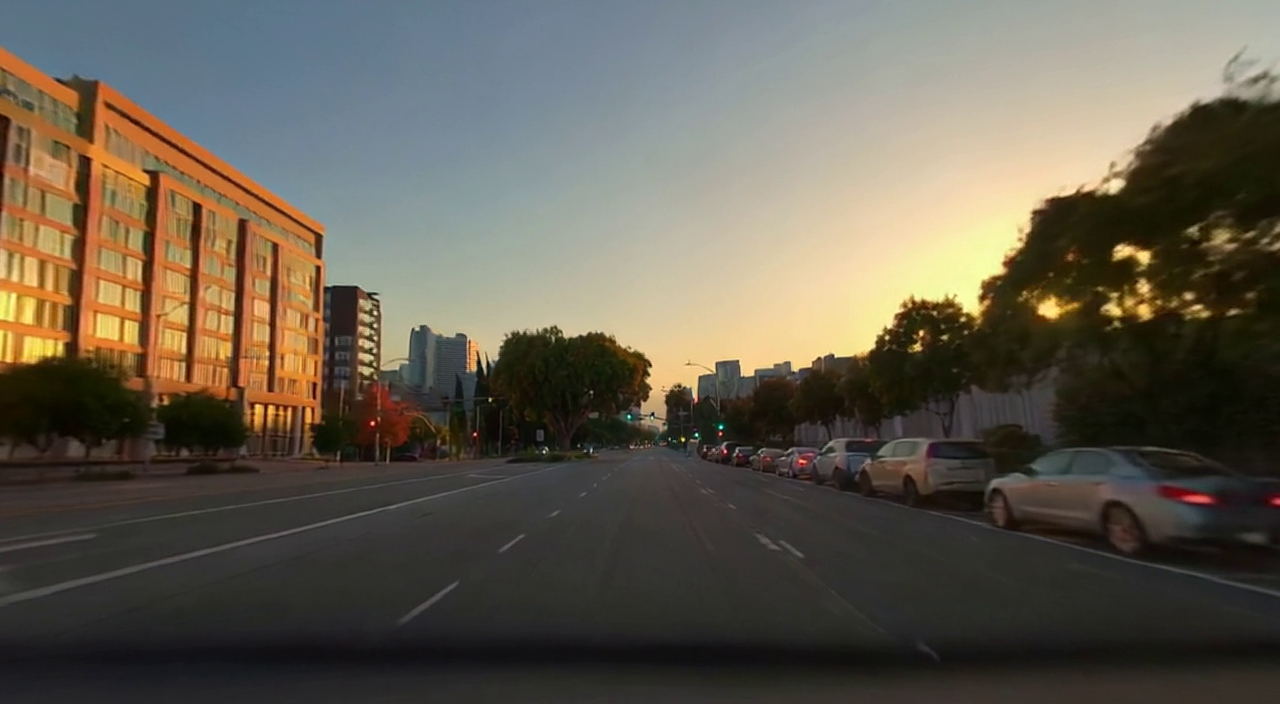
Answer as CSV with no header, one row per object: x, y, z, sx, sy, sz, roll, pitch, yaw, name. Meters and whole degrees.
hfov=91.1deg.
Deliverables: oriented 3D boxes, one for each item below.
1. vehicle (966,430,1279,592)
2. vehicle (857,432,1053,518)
6.618,1.874,8.430,2.020,1.520,4.876,0,-9,3,vehicle
6.903,2.733,14.584,1.951,1.627,5.113,0,-9,1,vehicle
